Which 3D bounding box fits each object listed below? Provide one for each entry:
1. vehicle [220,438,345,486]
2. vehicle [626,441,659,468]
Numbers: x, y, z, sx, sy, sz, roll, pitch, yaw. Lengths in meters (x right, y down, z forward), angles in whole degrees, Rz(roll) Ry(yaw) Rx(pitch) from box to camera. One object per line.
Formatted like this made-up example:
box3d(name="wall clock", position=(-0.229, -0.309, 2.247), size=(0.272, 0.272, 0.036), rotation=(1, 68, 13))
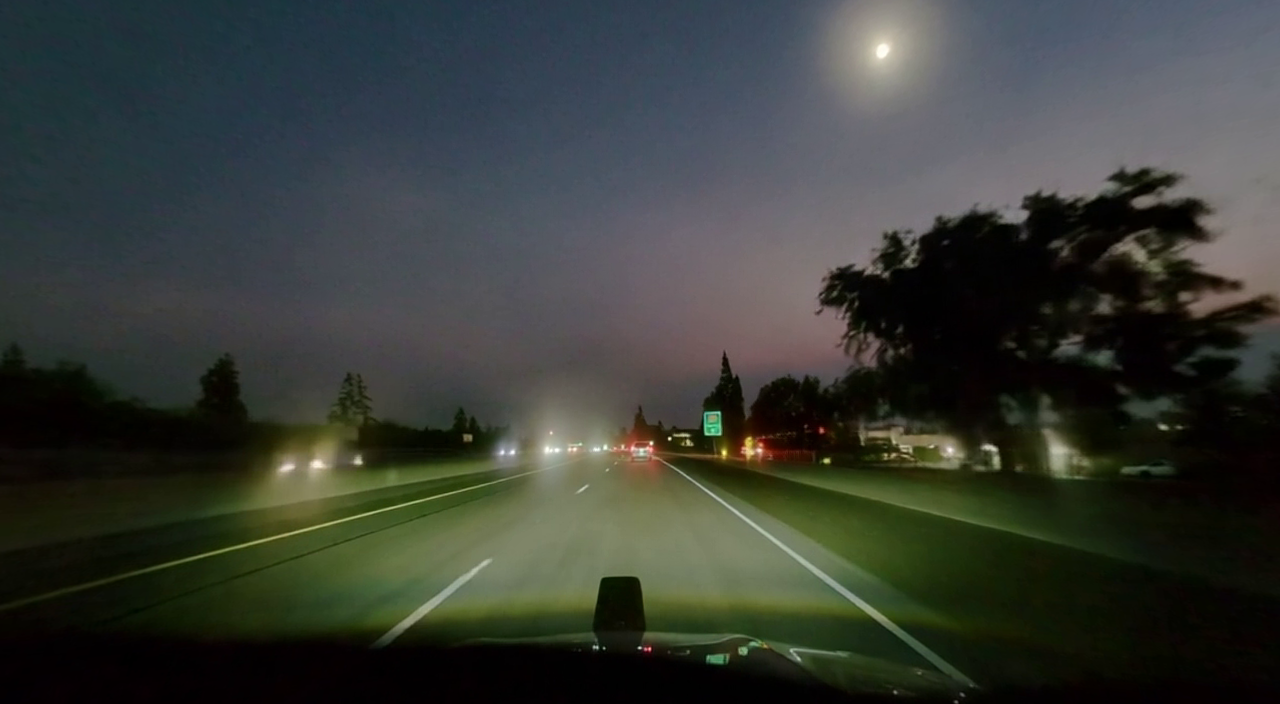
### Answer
box3d(name="vehicle", position=(-13.605, 4.198, 24.296), size=(2.236, 1.670, 4.389), rotation=(0, -8, 0))
box3d(name="vehicle", position=(0.139, 6.635, 40.871), size=(2.029, 1.666, 4.064), rotation=(0, -8, -1))
